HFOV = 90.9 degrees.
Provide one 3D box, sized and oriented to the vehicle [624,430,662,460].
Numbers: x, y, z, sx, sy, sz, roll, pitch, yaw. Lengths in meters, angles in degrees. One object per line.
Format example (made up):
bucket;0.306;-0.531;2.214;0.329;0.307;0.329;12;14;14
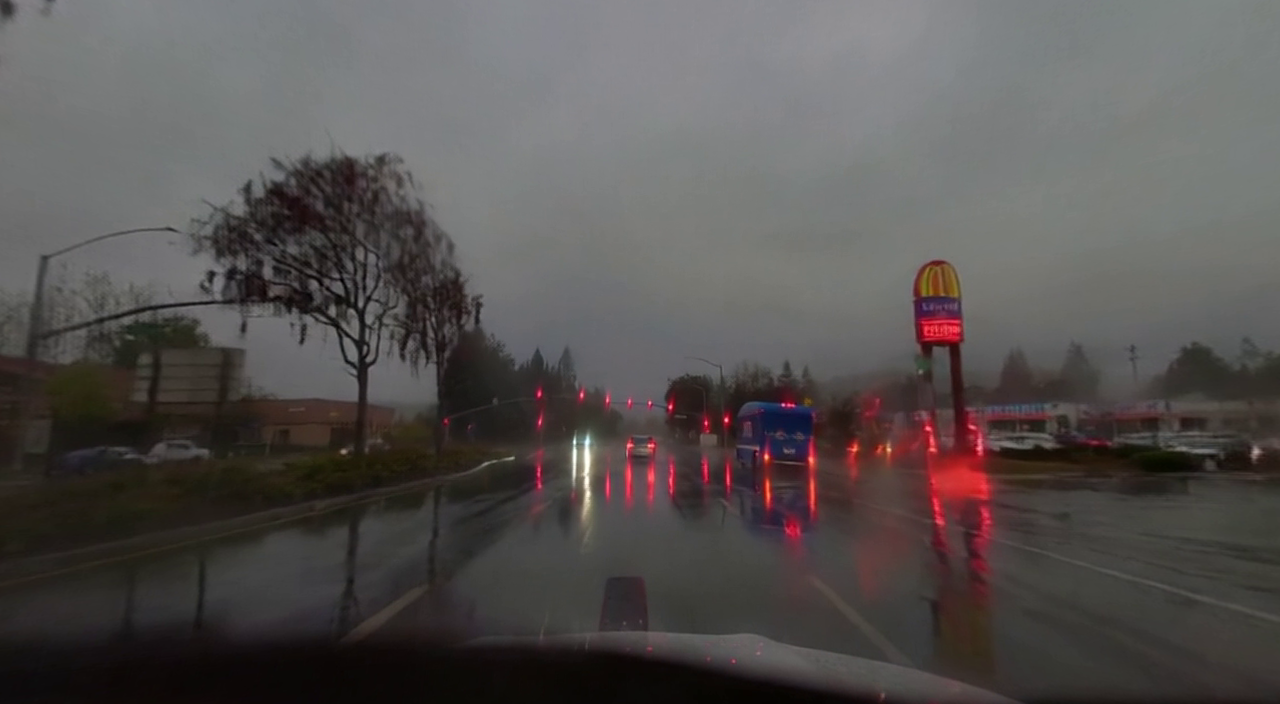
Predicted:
vehicle;0.211;5.798;39.374;2.209;1.718;4.008;-1;-8;1

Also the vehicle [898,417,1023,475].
vehicle;13.722;4.004;26.886;5.354;2.214;2.504;6;-11;-37

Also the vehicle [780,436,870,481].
vehicle;6.701;3.895;23.404;1.980;1.473;4.537;0;-9;0

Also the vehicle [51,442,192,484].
vehicle;-22.756;4.868;27.994;1.936;1.654;4.857;-1;-9;3

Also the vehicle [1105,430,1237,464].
vehicle;26.060;4.718;31.162;4.545;1.571;1.769;-5;-9;26

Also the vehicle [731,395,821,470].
vehicle;6.767;4.238;32.721;2.891;3.361;7.843;0;-8;0

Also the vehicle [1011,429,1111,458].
vehicle;29.457;6.464;44.425;5.568;1.930;2.081;-5;-10;29

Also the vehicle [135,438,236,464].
vehicle;-29.419;6.431;41.065;1.971;1.578;5.304;-2;-9;11

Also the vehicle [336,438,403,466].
vehicle;-15.673;5.800;36.751;1.836;1.464;4.440;-1;-9;1

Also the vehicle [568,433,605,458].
vehicle;-3.481;6.204;41.811;2.008;1.500;4.369;-1;-8;1

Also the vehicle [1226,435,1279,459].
vehicle;43.332;6.632;44.061;3.960;1.458;1.980;2;-8;-25
